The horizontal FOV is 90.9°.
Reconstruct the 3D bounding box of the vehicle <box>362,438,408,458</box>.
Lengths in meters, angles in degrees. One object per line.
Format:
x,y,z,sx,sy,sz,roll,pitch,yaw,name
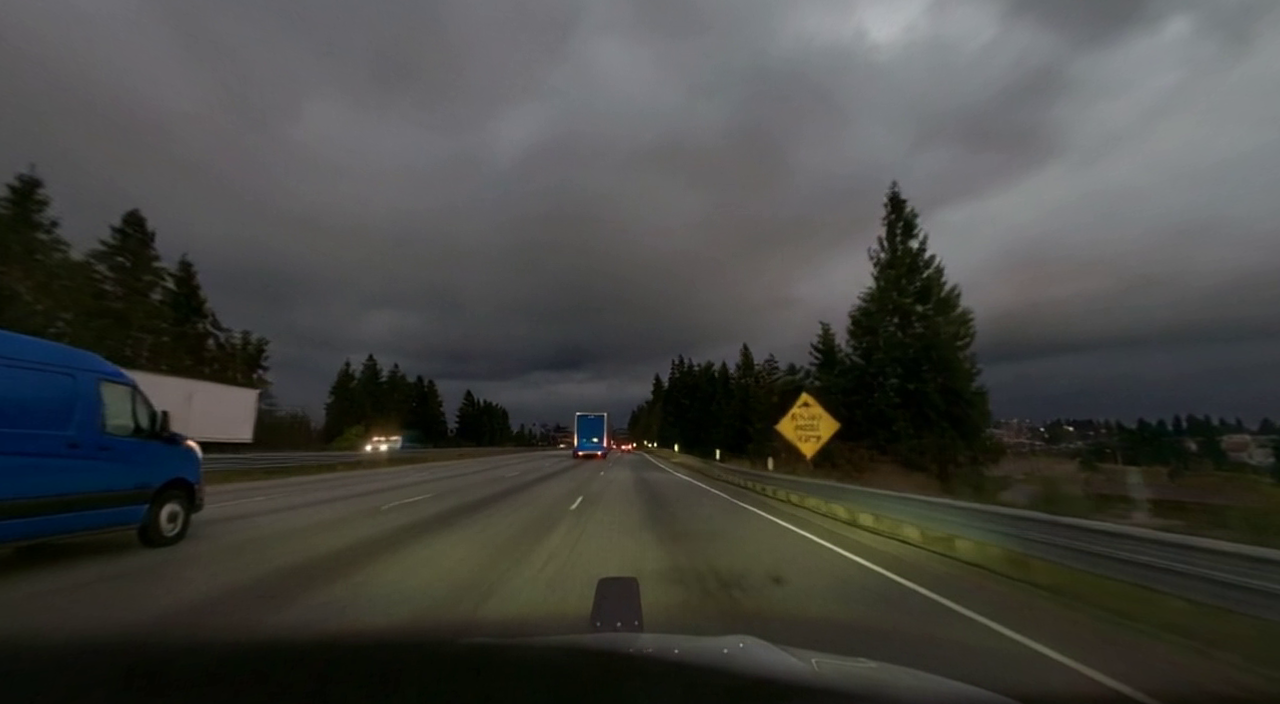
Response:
-19.303,7.254,47.892,1.973,1.400,3.948,0,-8,-1,vehicle

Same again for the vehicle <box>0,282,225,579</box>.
-7.191,0.687,5.564,2.396,2.763,6.935,0,-8,-1,vehicle
